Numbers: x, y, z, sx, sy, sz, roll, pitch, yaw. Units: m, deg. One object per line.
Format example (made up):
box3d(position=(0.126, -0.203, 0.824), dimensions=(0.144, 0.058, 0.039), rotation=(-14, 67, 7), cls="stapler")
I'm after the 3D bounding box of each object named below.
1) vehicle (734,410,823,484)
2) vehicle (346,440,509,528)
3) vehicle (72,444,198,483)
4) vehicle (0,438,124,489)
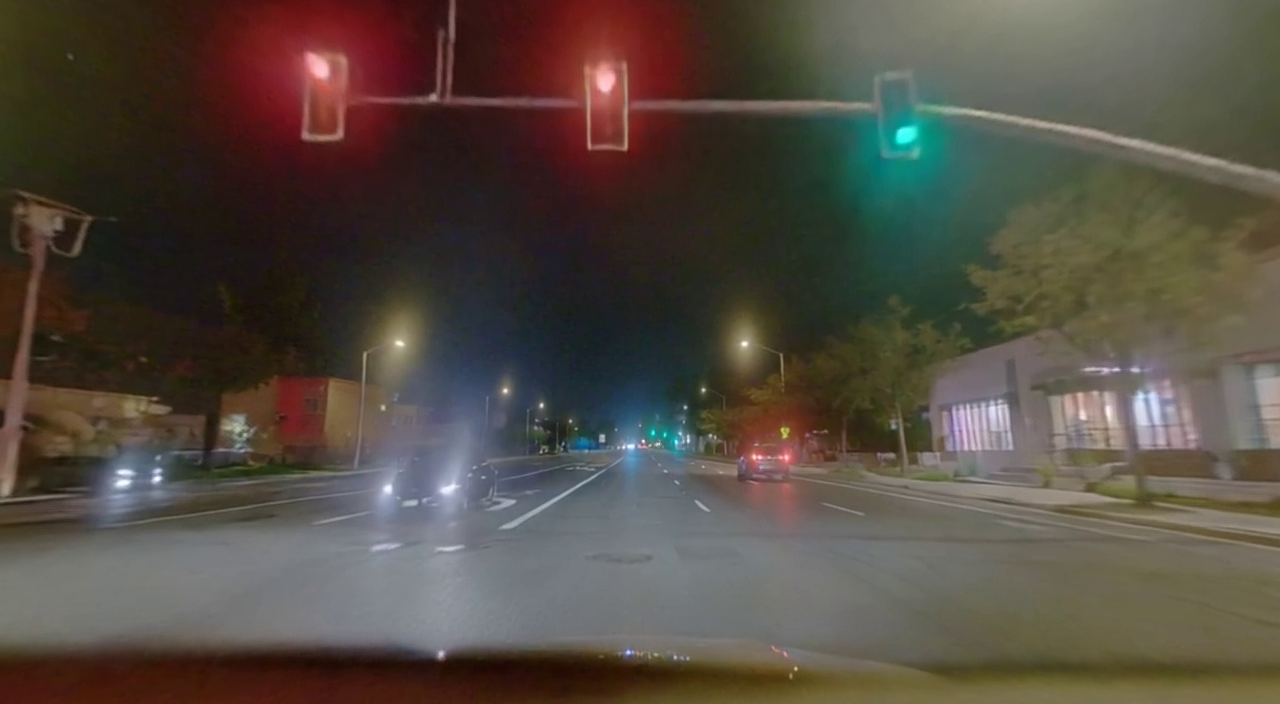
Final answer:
box3d(position=(6.666, 4.773, 31.561), dimensions=(2.802, 3.208, 7.459), rotation=(0, -9, 0), cls="vehicle")
box3d(position=(-4.319, 2.734, 13.673), dimensions=(2.003, 1.539, 4.396), rotation=(-1, -9, 0), cls="vehicle")
box3d(position=(-23.827, 5.253, 29.815), dimensions=(4.146, 1.730, 1.973), rotation=(0, -9, -2), cls="vehicle")
box3d(position=(-24.518, 4.496, 25.523), dimensions=(4.879, 1.956, 2.324), rotation=(1, -9, -8), cls="vehicle")
